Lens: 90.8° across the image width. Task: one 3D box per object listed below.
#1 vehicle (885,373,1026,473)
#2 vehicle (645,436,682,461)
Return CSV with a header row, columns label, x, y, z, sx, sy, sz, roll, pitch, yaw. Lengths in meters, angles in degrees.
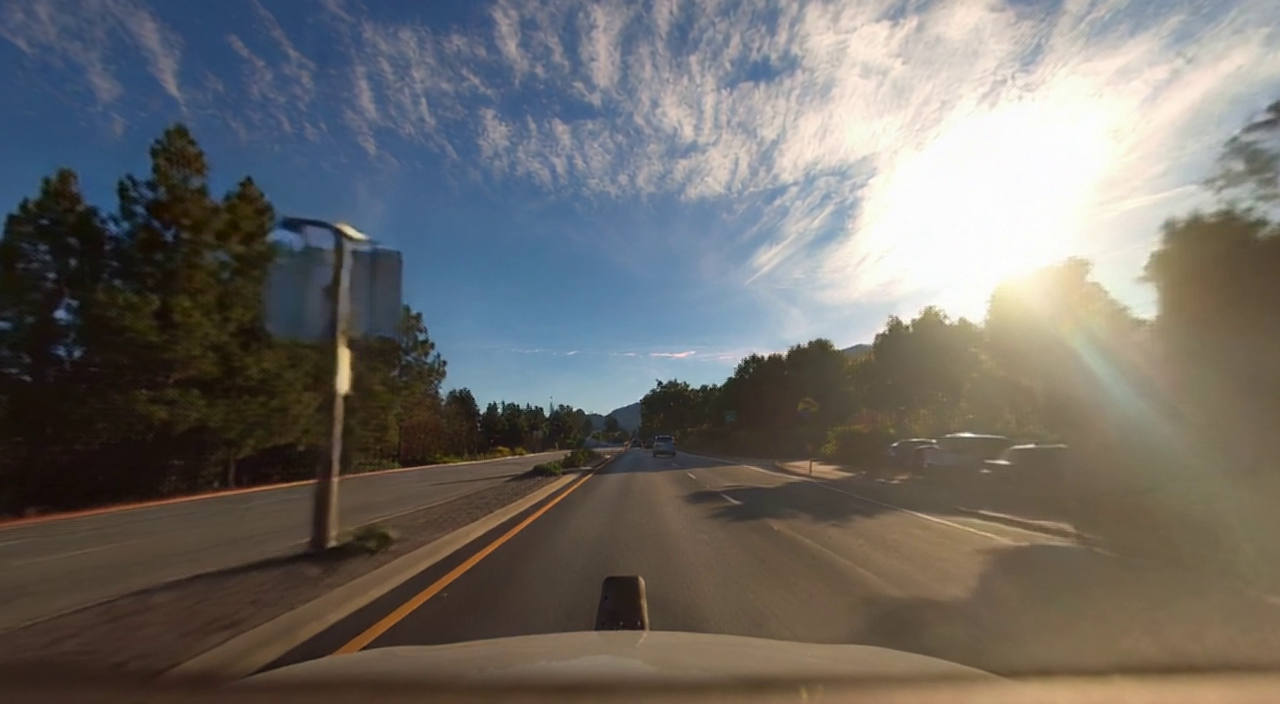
label,x,y,z,sx,sy,sz,roll,pitch,yaw
vehicle,10.936,2.595,22.486,3.250,3.147,4.411,-2,-9,11
vehicle,1.666,7.016,46.010,2.183,1.744,4.424,0,-8,-4
